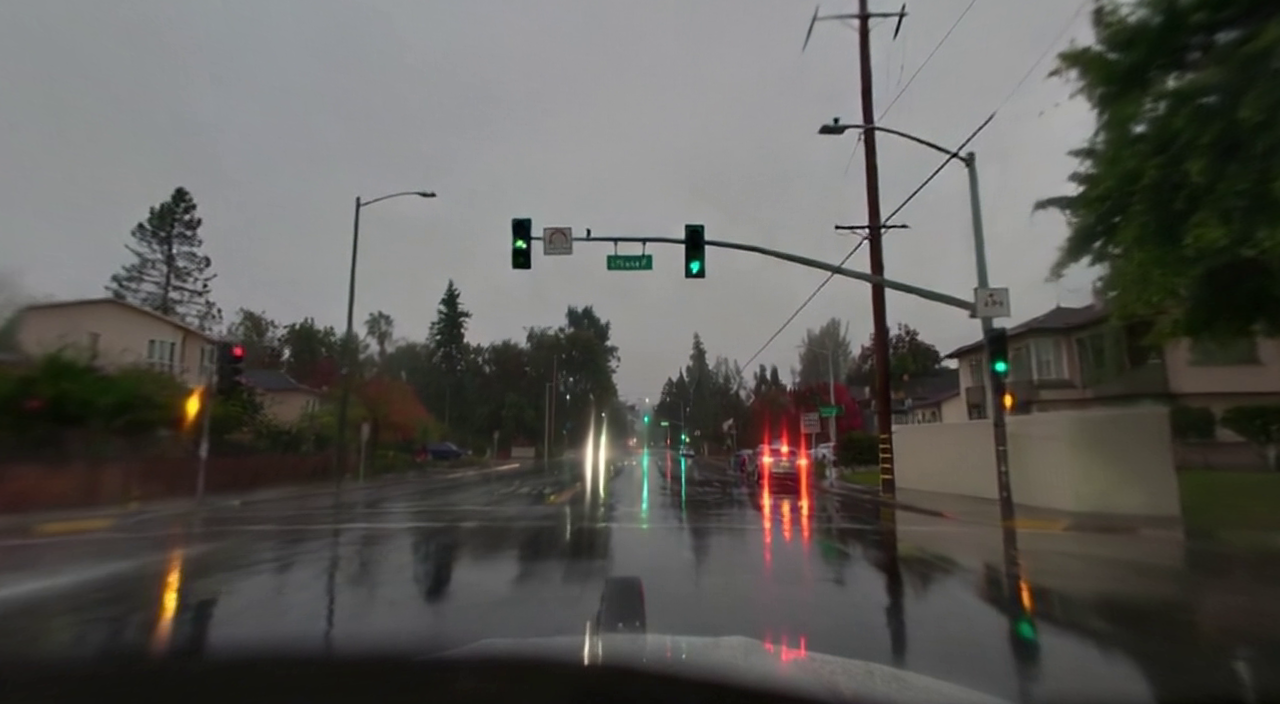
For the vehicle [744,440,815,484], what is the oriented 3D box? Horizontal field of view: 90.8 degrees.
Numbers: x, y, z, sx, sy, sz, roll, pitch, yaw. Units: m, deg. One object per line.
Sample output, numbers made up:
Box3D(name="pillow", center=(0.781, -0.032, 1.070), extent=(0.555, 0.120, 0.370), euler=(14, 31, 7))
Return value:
Box3D(name="vehicle", center=(5.502, 4.383, 25.513), extent=(1.891, 1.611, 4.269), euler=(0, -8, 0))
